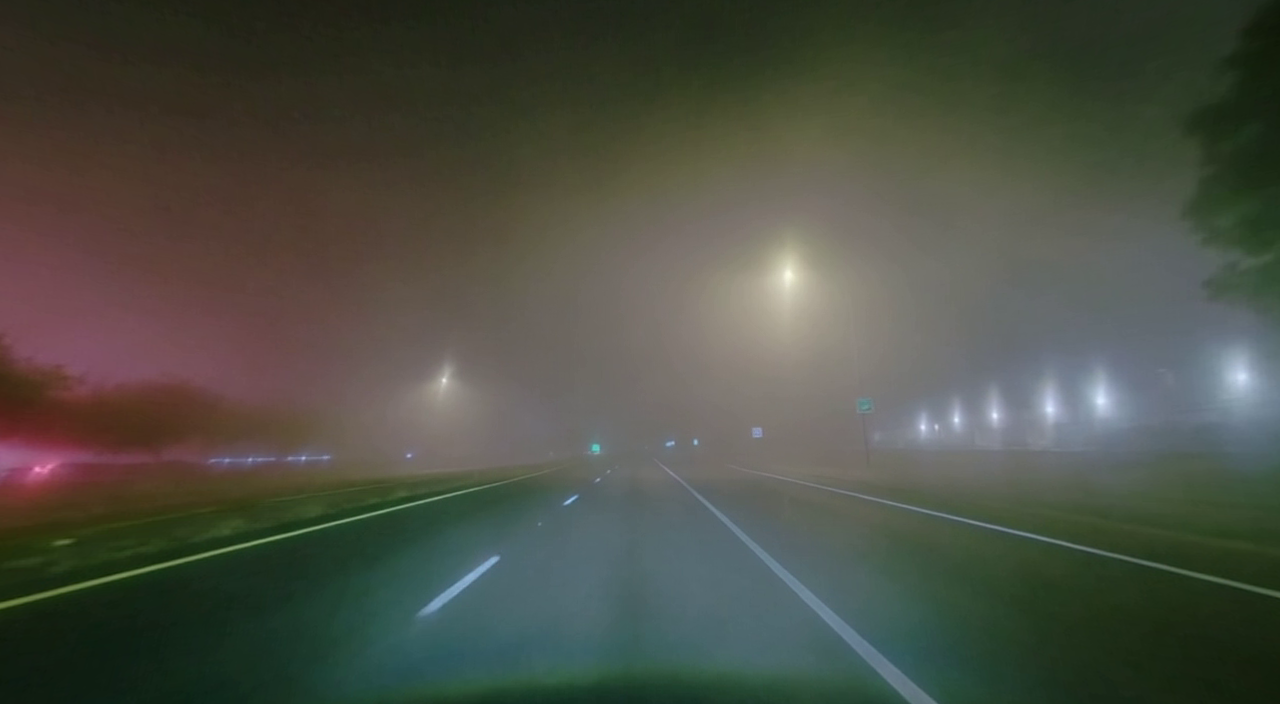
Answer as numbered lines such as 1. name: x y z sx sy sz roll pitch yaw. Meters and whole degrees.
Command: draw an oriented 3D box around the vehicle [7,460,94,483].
1. vehicle: -40.868 8.271 43.825 1.802 1.467 4.412 0 -9 0
